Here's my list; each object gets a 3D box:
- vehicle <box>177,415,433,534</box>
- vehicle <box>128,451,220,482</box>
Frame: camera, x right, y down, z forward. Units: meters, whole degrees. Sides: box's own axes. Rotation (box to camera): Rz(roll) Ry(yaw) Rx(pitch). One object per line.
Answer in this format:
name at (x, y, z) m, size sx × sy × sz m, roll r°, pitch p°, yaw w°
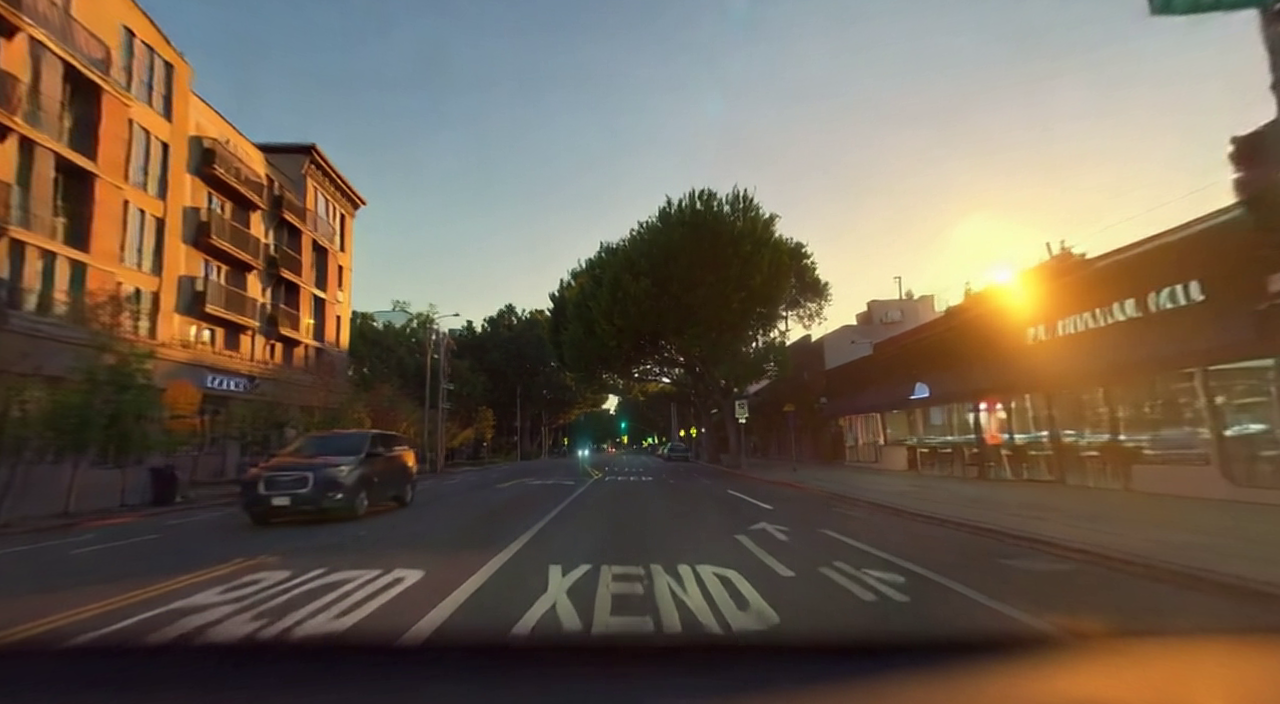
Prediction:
vehicle at (-6.409, 2.404, 13.110) m, size 2.545 × 1.943 × 5.168 m, roll 0°, pitch -8°, yaw -1°
vehicle at (-22.875, 5.617, 31.177) m, size 1.739 × 1.373 × 3.759 m, roll 0°, pitch -9°, yaw -1°
